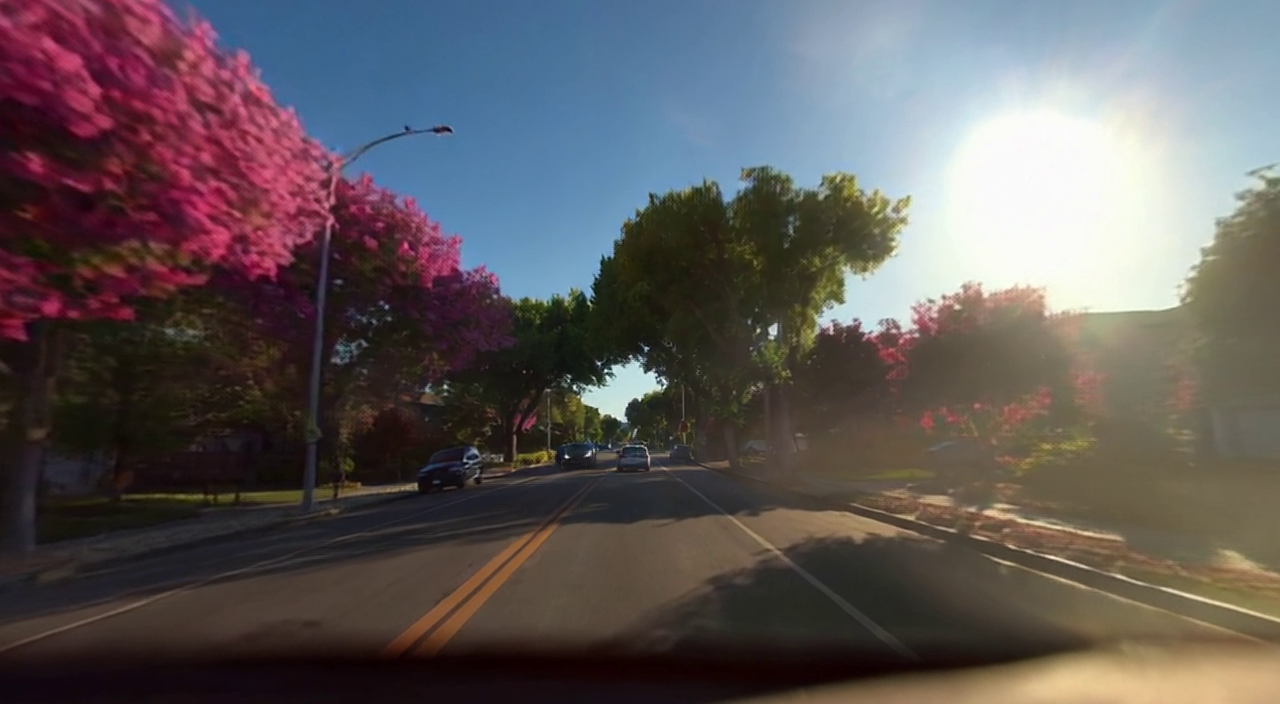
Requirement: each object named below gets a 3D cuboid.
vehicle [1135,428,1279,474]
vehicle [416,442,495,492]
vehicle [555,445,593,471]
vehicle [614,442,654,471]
[{"bbox_3d":[21.009,3.562,22.767,4.466,1.584,2.072,0,-8,-2],"label":"vehicle"},{"bbox_3d":[-7.710,4.879,26.722,2.022,1.795,4.337,-3,-10,0],"label":"vehicle"},{"bbox_3d":[-4.122,6.700,40.085,2.022,1.534,4.320,0,-8,-1],"label":"vehicle"},{"bbox_3d":[-0.369,5.769,34.977,2.104,1.500,3.815,0,-8,-1],"label":"vehicle"}]
